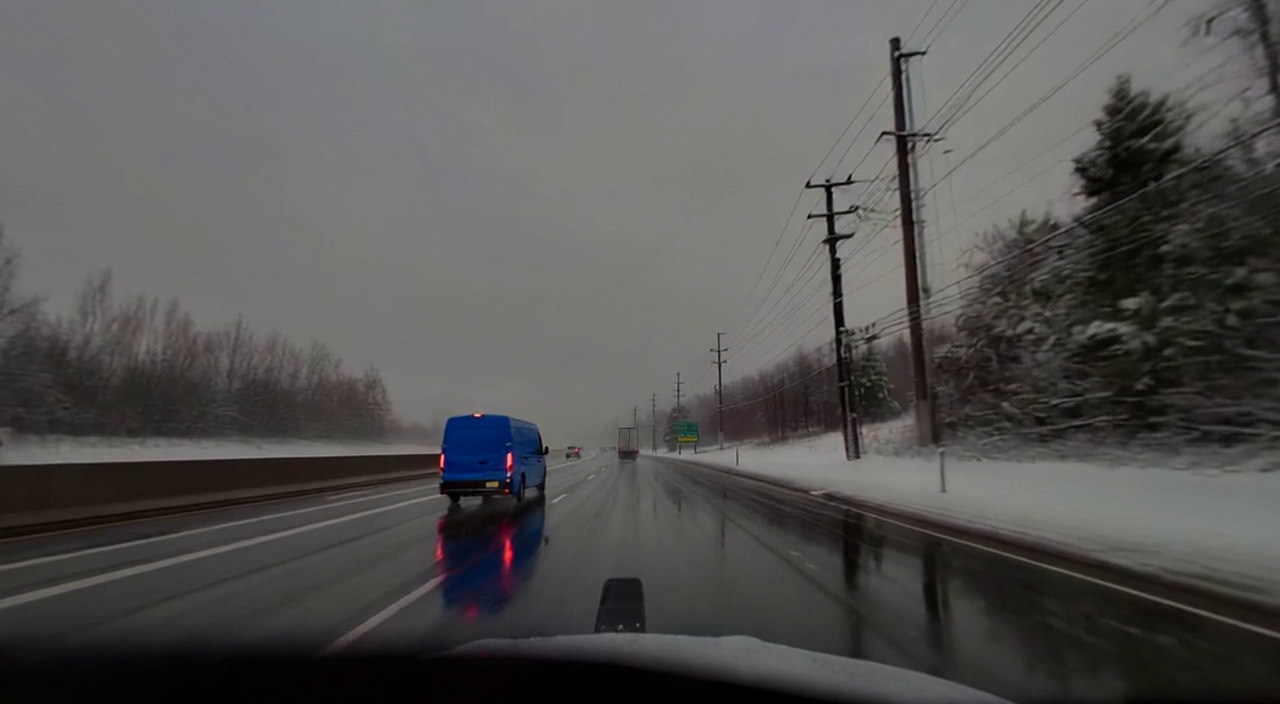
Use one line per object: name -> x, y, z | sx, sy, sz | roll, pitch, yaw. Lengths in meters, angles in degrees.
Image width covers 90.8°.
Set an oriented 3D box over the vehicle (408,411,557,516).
vehicle -> -3.394, 2.555, 14.840 | 2.197, 2.011, 5.130 | 0, -9, 0
